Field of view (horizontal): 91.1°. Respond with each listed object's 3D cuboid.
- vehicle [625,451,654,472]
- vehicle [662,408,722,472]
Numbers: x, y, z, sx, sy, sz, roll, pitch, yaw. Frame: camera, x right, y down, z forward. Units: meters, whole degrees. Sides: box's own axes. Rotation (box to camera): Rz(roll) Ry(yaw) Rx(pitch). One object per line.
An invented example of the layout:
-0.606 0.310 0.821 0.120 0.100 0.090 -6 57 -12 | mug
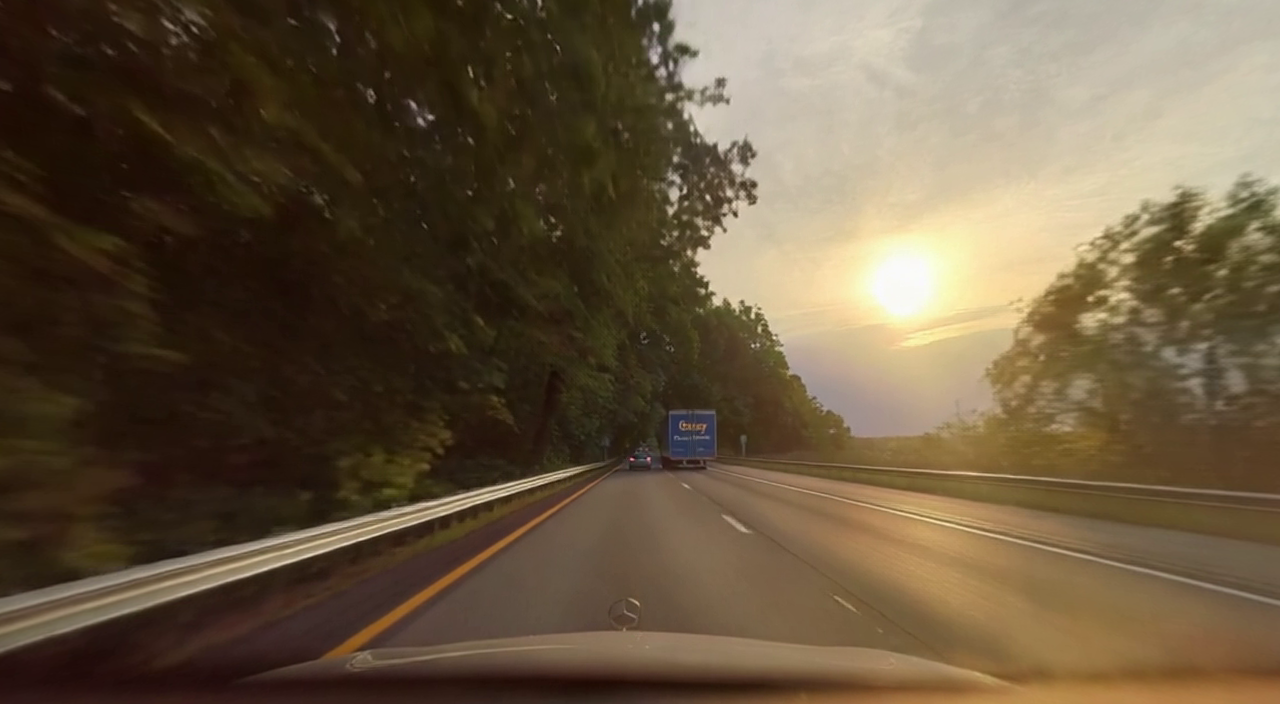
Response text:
-0.029 8.241 47.508 2.057 1.528 3.958 -1 -9 0 | vehicle
3.544 6.583 46.331 3.440 4.090 11.380 0 -9 0 | vehicle
